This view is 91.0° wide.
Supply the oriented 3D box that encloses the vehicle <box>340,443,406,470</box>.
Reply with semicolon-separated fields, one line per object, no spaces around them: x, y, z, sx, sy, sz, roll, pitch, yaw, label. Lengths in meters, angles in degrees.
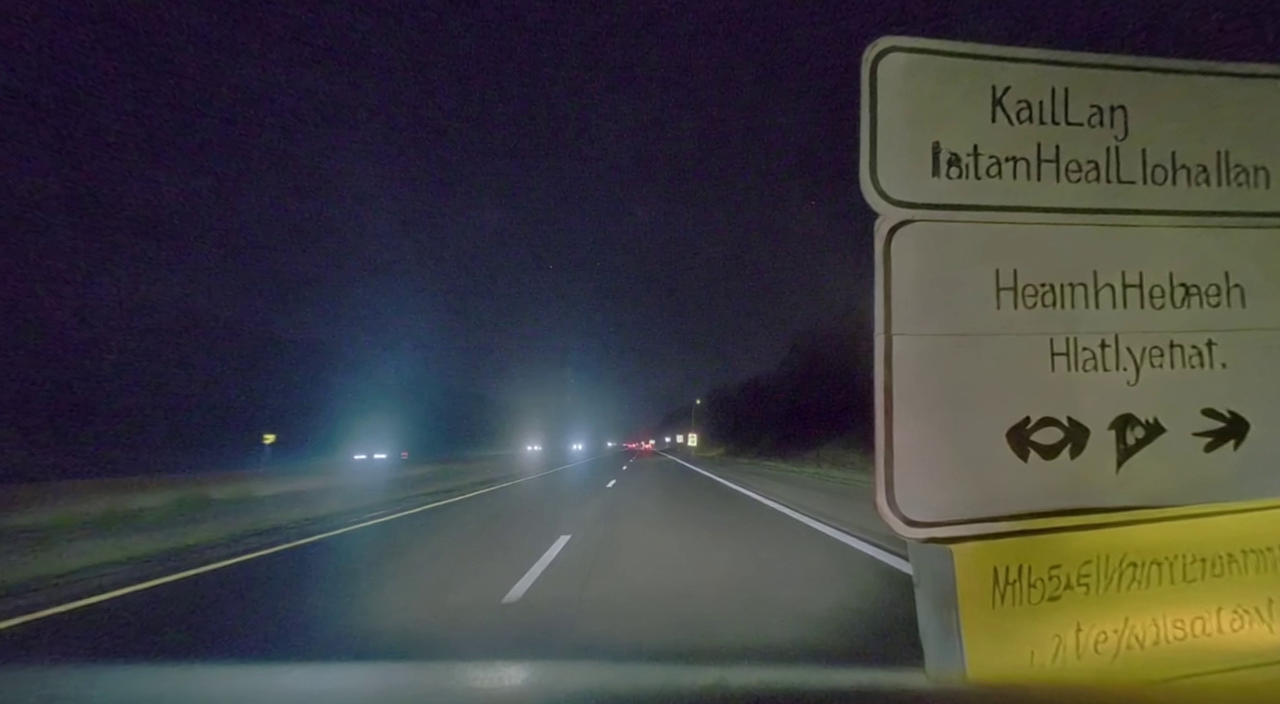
-15.680;6.154;37.236;1.871;1.482;4.598;0;-8;0;vehicle
